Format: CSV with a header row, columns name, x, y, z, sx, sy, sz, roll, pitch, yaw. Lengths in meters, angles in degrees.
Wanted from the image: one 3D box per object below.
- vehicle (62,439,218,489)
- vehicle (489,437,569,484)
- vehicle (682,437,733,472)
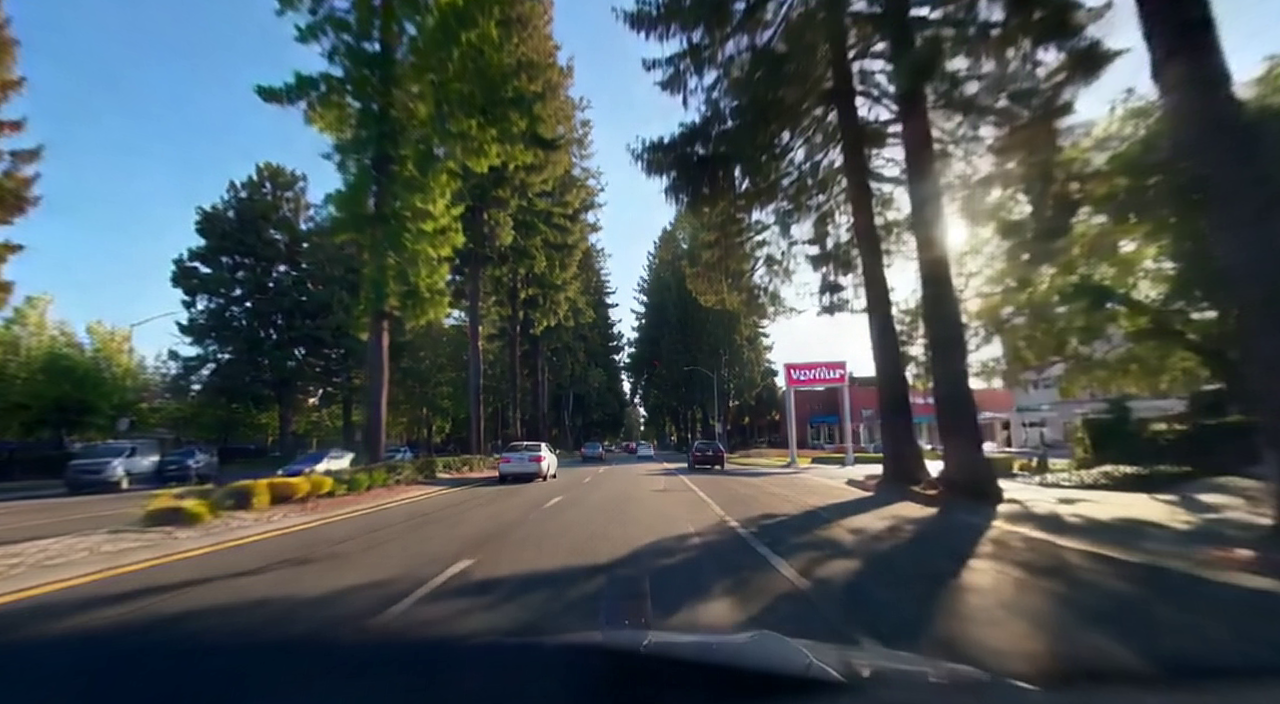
name,x,y,z,sx,sy,sz,roll,pitch,yaw
vehicle,-22.897,5.098,29.311,2.235,2.061,5.936,0,-8,2
vehicle,-3.774,3.765,22.233,1.908,1.481,4.536,0,-8,1
vehicle,3.158,4.869,30.139,1.922,1.579,3.642,0,-8,-2
